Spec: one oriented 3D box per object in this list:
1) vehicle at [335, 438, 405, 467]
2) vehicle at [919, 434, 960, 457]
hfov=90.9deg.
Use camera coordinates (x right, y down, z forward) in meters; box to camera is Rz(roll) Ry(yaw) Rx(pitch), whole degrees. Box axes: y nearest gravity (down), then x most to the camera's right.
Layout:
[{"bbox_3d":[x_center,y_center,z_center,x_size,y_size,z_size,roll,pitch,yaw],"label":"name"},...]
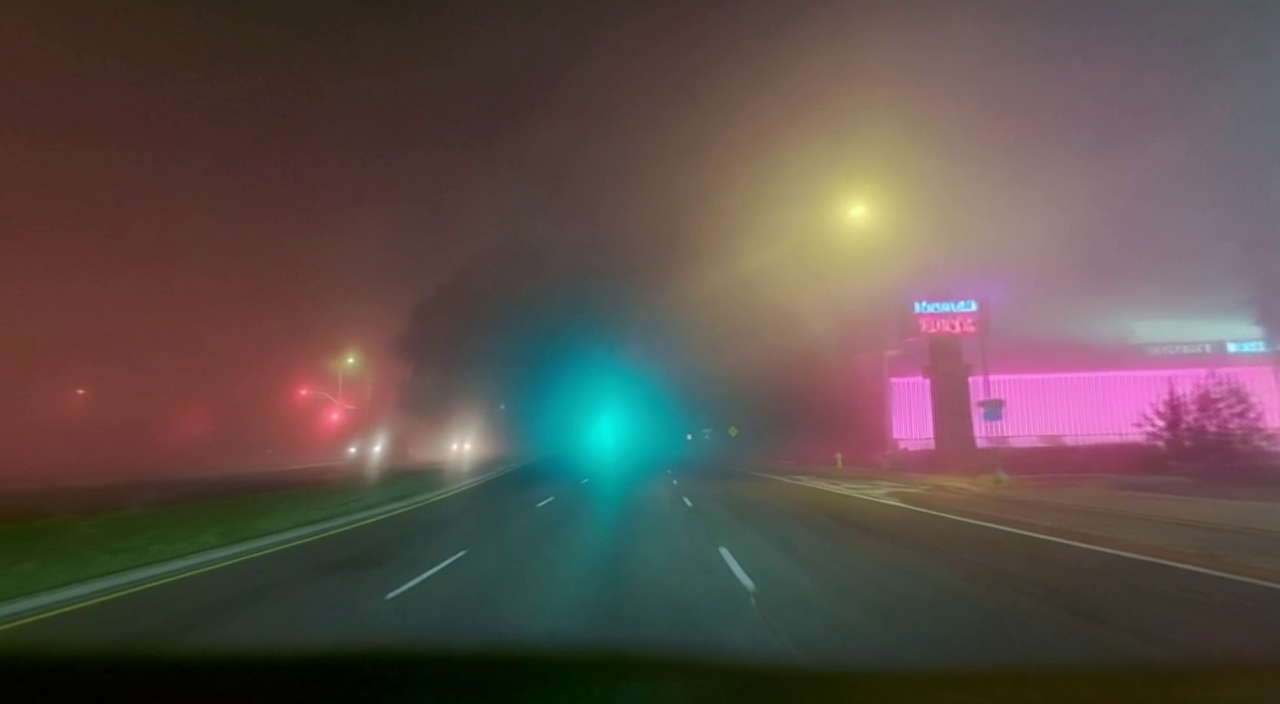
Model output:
[{"bbox_3d":[-18.388,6.885,43.362,2.204,1.821,5.864,0,-8,0],"label":"vehicle"},{"bbox_3d":[23.096,7.222,48.711,1.815,1.618,4.383,-2,-9,12],"label":"vehicle"}]
